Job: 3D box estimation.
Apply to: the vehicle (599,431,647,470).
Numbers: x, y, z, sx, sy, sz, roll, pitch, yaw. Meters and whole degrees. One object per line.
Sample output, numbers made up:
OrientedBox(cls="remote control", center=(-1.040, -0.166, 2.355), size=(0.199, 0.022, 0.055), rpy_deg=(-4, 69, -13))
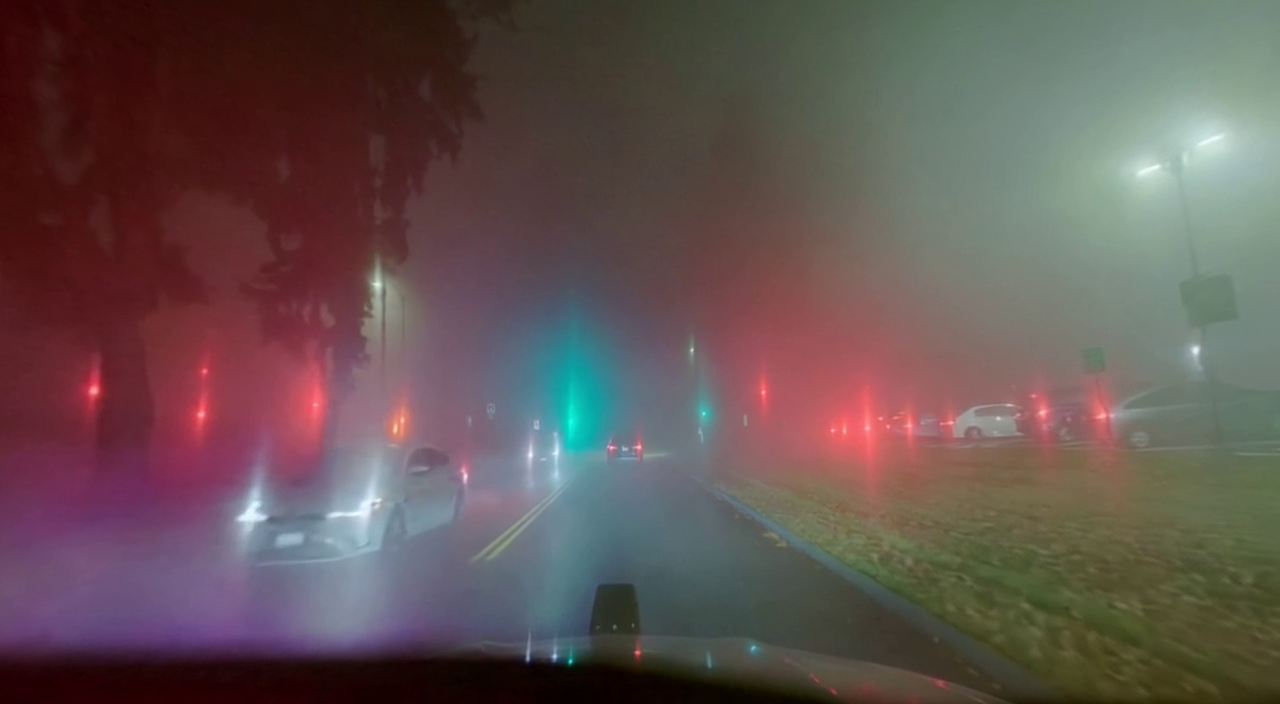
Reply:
OrientedBox(cls="vehicle", center=(-0.754, 4.599, 29.620), size=(2.142, 1.686, 3.816), rpy_deg=(0, -8, 0))

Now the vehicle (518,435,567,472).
OrientedBox(cls="vehicle", center=(-4.633, 4.864, 30.347), size=(2.057, 1.613, 4.062), rpy_deg=(0, -8, -5))

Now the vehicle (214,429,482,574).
OrientedBox(cls="vehicle", center=(-3.580, 1.855, 8.562), size=(1.973, 1.512, 3.524), rpy_deg=(0, -8, -1))

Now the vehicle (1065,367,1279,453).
OrientedBox(cls="vehicle", center=(11.960, 1.200, 13.289), size=(4.349, 1.462, 1.982), rpy_deg=(-5, -7, 7))
